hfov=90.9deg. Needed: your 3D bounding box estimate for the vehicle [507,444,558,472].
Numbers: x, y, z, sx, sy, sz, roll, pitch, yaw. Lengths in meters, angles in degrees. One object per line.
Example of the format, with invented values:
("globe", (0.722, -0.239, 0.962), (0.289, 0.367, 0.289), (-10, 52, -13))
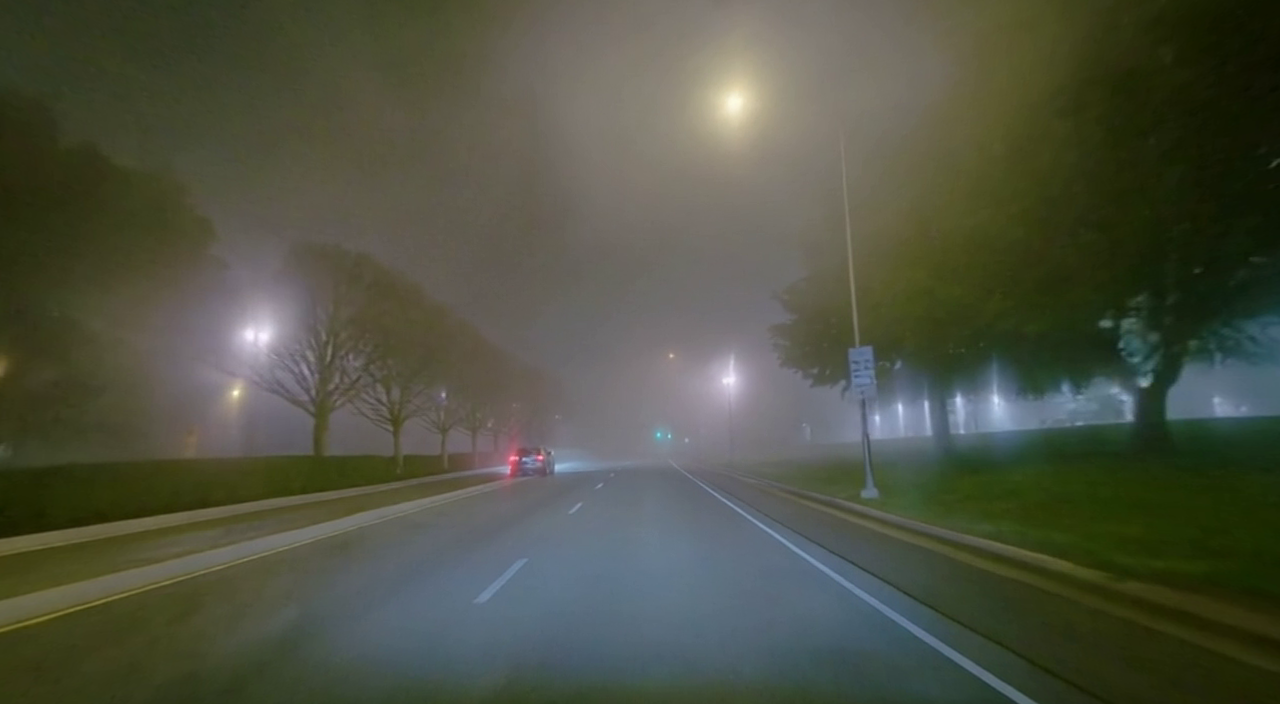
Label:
("vehicle", (-5.939, 5.911, 35.499), (1.945, 1.461, 4.605), (-1, -8, 2))
